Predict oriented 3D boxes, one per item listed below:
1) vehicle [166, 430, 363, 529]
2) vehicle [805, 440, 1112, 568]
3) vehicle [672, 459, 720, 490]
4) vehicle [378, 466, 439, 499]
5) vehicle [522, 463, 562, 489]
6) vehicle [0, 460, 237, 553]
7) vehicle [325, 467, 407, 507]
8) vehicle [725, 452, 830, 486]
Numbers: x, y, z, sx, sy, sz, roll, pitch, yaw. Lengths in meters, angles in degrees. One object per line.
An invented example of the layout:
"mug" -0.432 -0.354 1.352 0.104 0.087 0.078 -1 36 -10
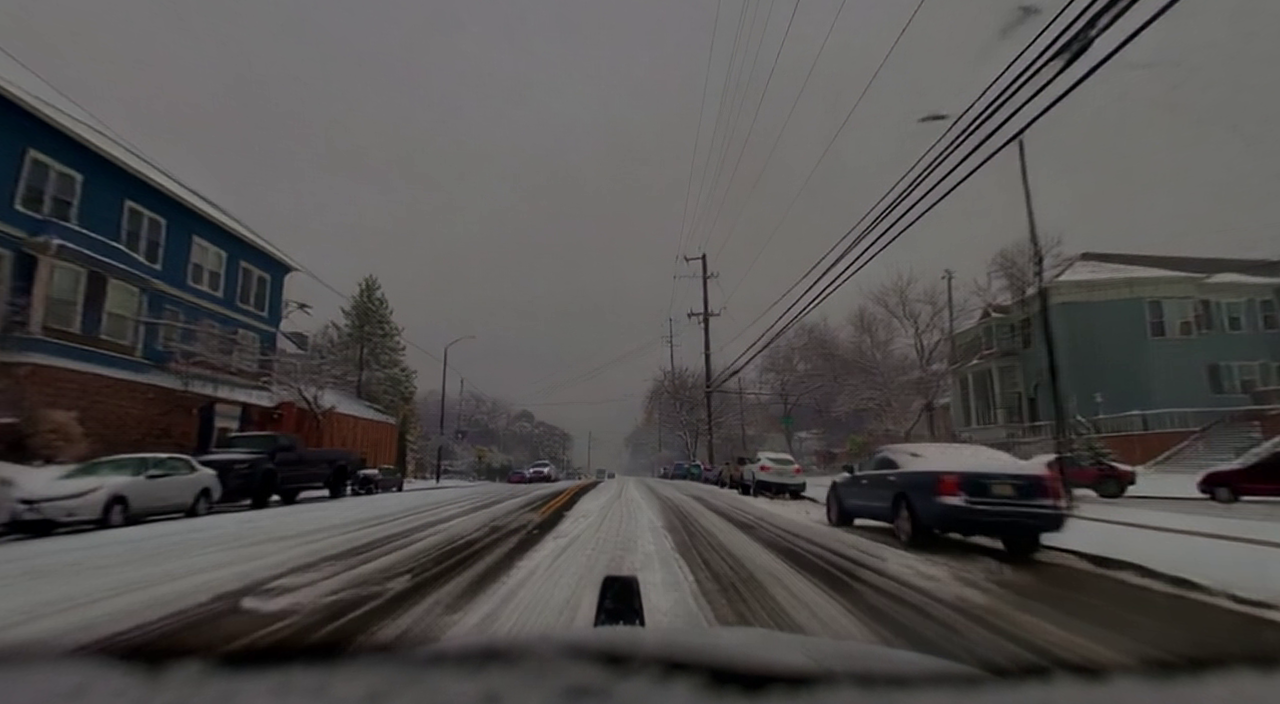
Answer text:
"vehicle" -11.112 3.782 19.547 2.687 2.491 5.936 -1 -9 -3
"vehicle" 4.486 2.196 10.056 2.059 1.502 4.824 1 -9 -5
"vehicle" 3.051 6.814 35.413 1.917 1.434 4.733 -1 -9 -4
"vehicle" -11.877 6.697 32.690 1.936 1.516 3.647 1 -9 -4
"vehicle" -6.359 8.075 41.411 2.205 1.480 4.366 0 -9 -3
"vehicle" -10.849 3.140 13.526 1.826 1.455 4.475 -2 -9 -5
"vehicle" -11.551 5.700 26.962 1.742 1.415 4.566 1 -9 -4
"vehicle" 8.554 7.252 39.546 5.925 1.898 2.475 -5 -10 32
